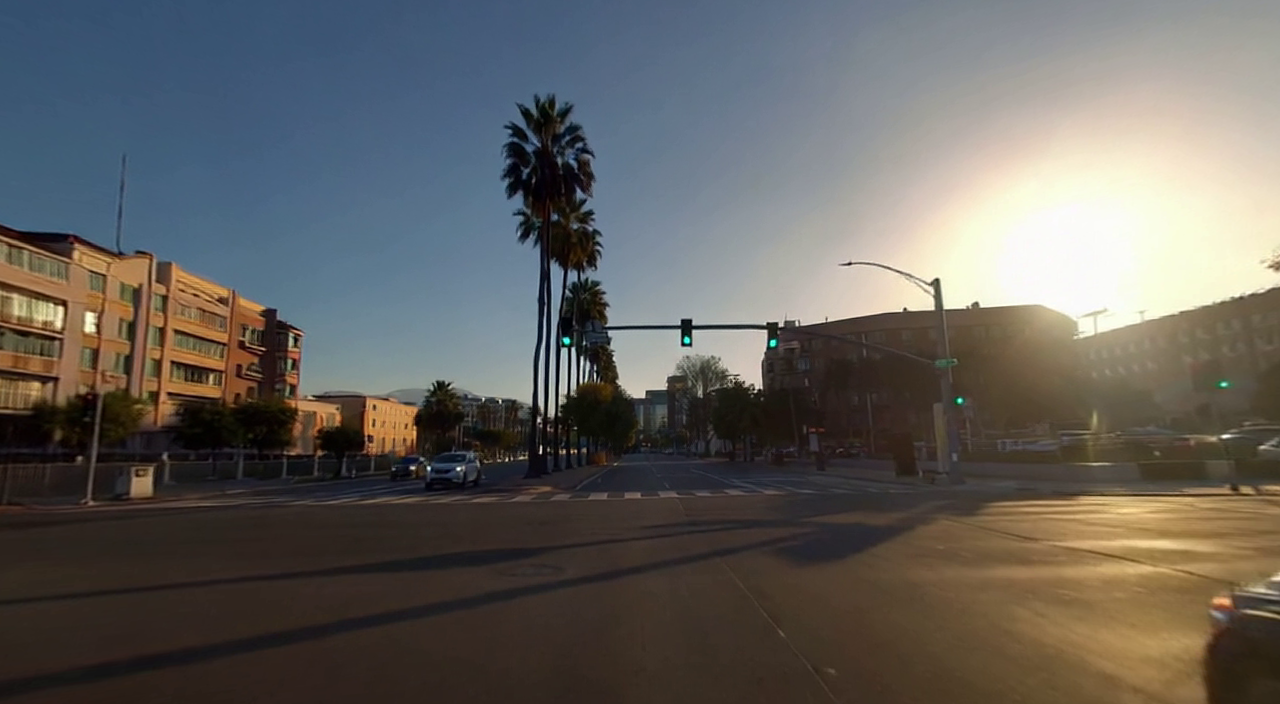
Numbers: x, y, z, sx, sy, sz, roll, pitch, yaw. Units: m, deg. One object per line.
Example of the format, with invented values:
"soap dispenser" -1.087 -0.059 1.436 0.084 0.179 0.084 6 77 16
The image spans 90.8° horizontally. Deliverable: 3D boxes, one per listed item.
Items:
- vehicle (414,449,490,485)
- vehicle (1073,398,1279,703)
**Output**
"vehicle" -8.673 5.317 29.602 2.095 1.482 4.523 0 -8 1
"vehicle" 3.168 0.719 0.889 1.997 1.473 4.282 0 -8 -1
